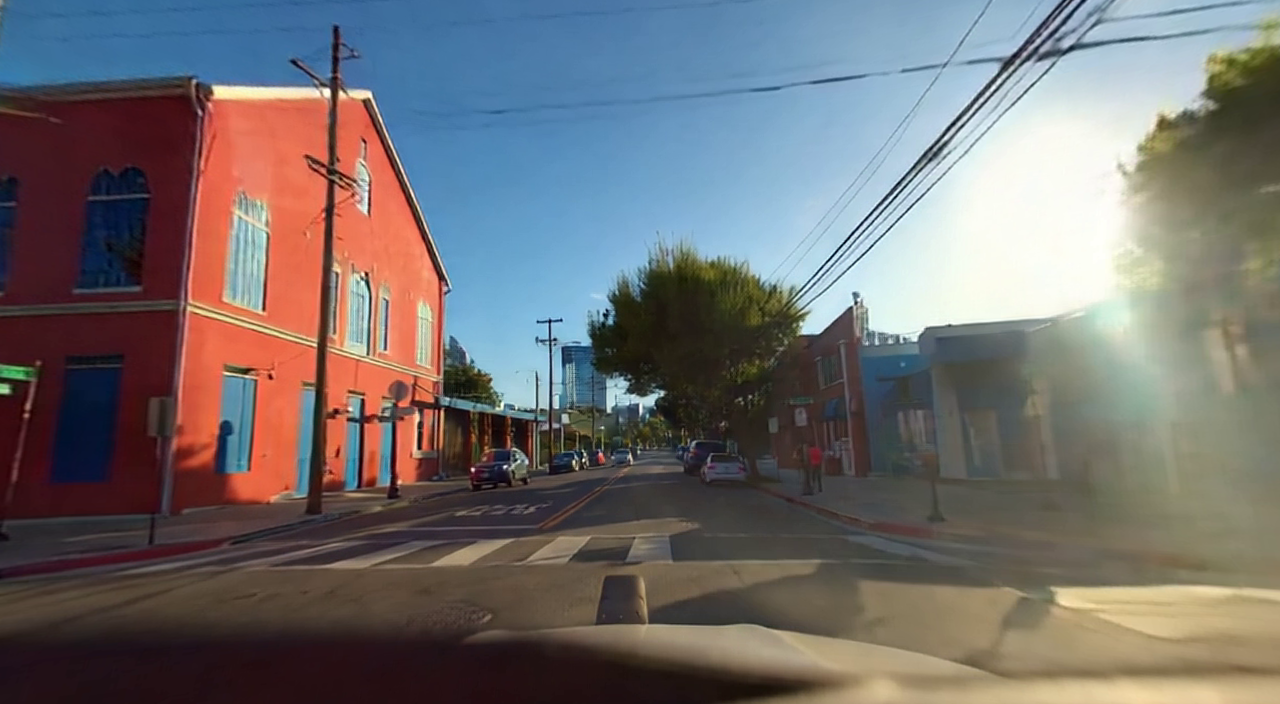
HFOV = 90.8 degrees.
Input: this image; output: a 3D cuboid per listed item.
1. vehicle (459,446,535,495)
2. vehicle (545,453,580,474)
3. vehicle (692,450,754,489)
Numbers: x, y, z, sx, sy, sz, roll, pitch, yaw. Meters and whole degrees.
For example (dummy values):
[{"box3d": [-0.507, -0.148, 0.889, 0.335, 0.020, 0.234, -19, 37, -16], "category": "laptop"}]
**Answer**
[{"box3d": [-6.103, 5.051, 27.482, 2.140, 1.746, 4.385, -4, -8, 2], "category": "vehicle"}, {"box3d": [-5.750, 8.298, 47.212, 1.844, 1.486, 4.474, 0, -9, 2], "category": "vehicle"}, {"box3d": [3.361, 4.848, 26.531, 1.966, 1.471, 4.552, 0, -9, 0], "category": "vehicle"}]
